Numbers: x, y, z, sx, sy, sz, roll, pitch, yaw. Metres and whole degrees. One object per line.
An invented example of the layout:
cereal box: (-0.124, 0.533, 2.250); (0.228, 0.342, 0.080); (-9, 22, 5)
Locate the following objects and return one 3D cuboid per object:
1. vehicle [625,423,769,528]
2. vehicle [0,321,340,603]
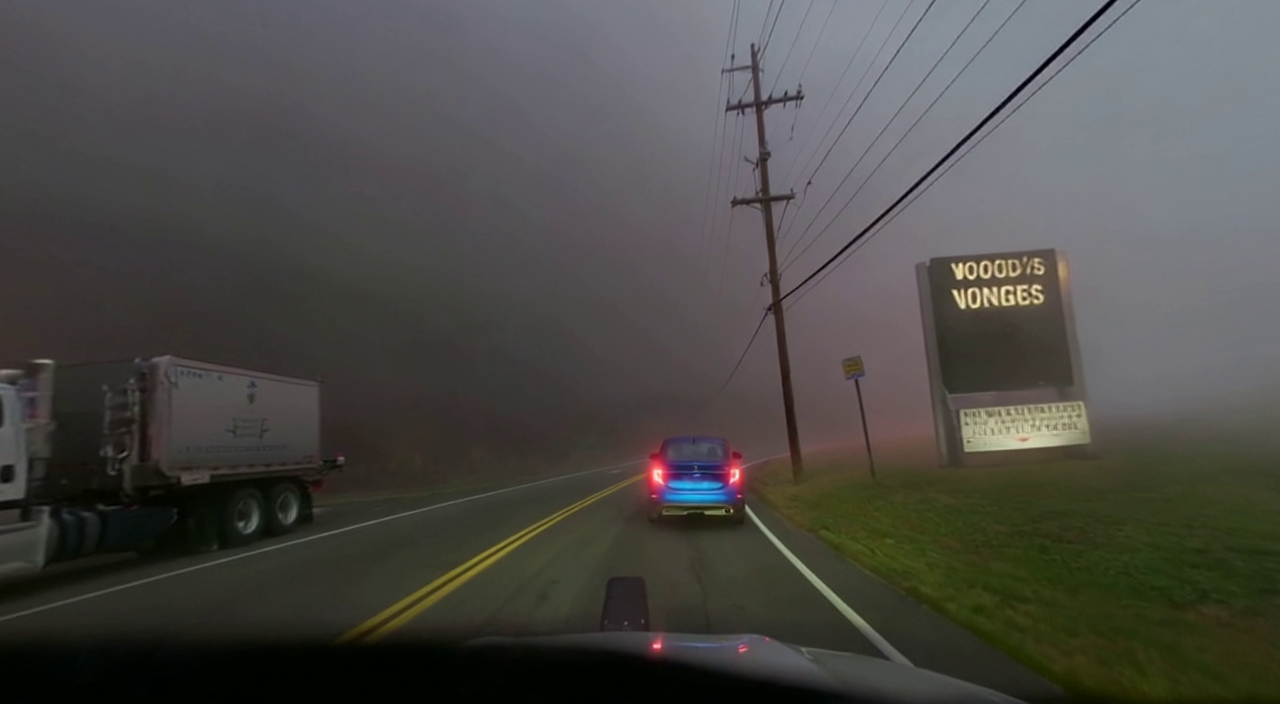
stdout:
vehicle: (0.879, 2.072, 11.040); (2.081, 1.503, 3.726); (0, -8, 2)
vehicle: (-8.385, 1.555, 9.223); (3.395, 3.071, 7.634); (-7, -6, 8)
